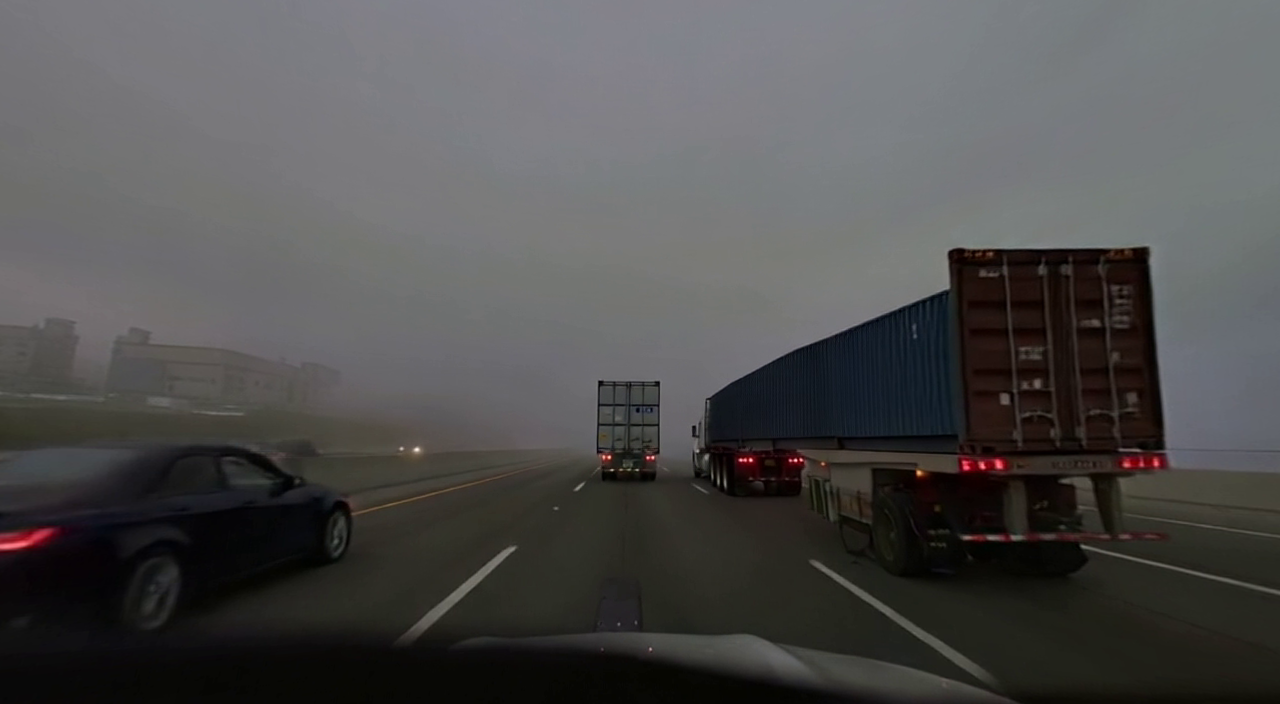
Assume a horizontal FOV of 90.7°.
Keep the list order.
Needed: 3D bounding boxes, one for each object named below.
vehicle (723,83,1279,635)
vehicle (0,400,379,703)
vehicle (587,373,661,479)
[{"bbox_3d":[3.780,0.859,10.938,2.803,4.072,12.744,0,-9,-1],"label":"vehicle"},{"bbox_3d":[-3.907,1.251,4.742,1.994,1.471,4.591,0,-9,-1],"label":"vehicle"},{"bbox_3d":[-0.512,3.719,30.356,2.841,4.071,12.046,-1,-9,1],"label":"vehicle"}]
